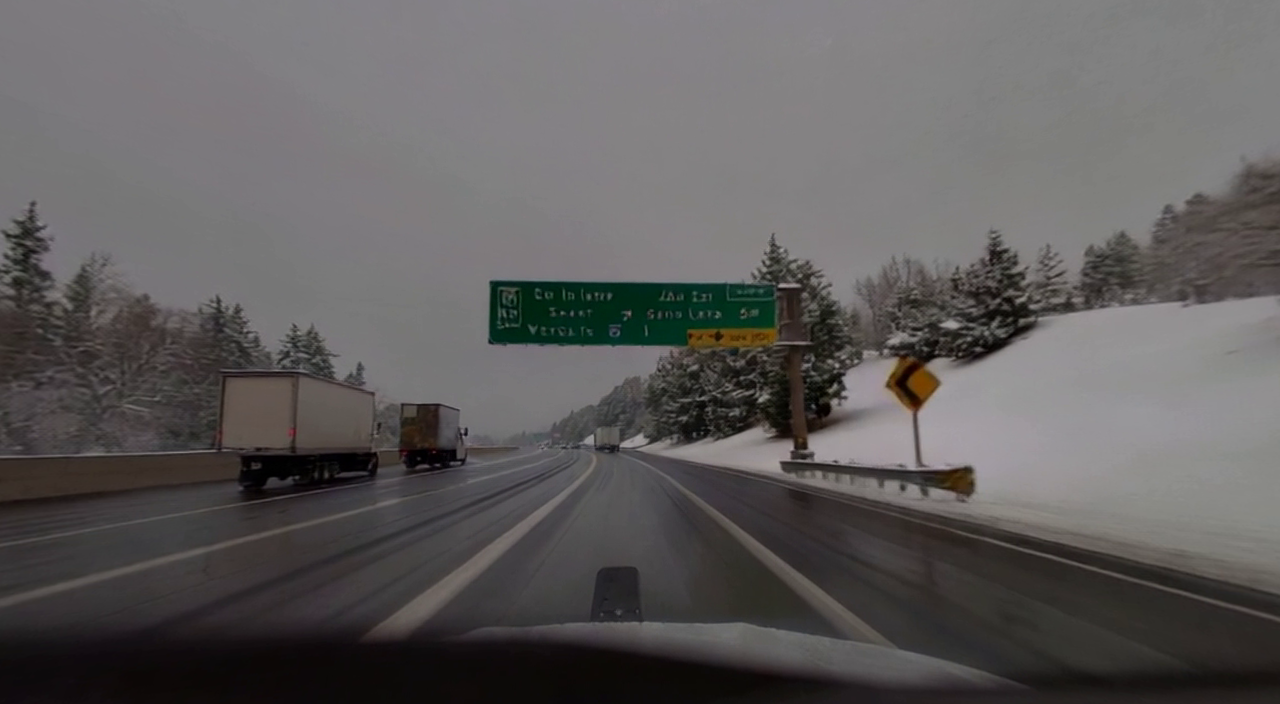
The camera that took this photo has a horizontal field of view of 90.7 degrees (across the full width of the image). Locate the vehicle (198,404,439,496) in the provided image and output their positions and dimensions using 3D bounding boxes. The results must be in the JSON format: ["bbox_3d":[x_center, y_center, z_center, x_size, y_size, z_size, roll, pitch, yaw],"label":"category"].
[{"bbox_3d":[-11.775,3.948,25.954,3.270,2.674,14.547,0,-8,-4],"label":"vehicle"}]

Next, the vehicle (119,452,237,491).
[{"bbox_3d":[-19.789,5.101,27.417,1.842,1.452,4.612,0,-8,-3],"label":"vehicle"}]
